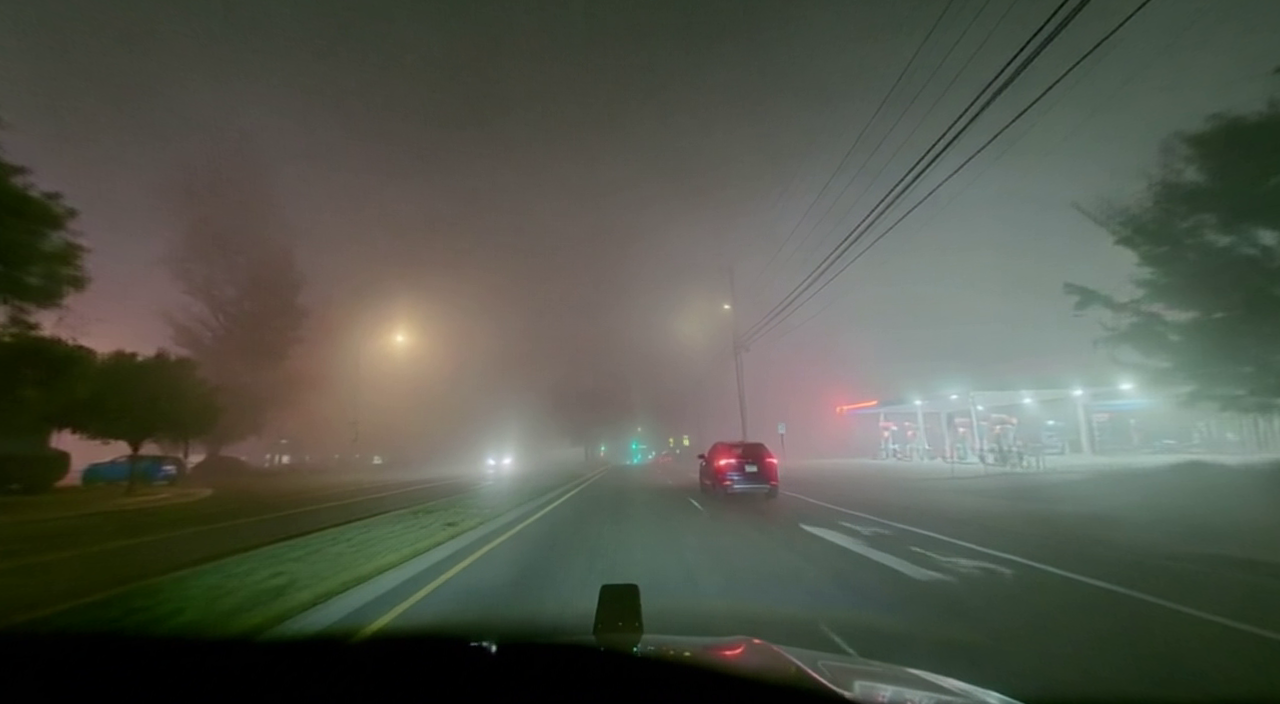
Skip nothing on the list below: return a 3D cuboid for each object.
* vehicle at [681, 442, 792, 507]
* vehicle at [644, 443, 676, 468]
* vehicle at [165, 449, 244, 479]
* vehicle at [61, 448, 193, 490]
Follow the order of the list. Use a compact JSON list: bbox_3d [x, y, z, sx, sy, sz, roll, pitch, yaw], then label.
[{"bbox_3d":[2.377,3.155,16.810,2.061,1.475,4.296,0,-9,-3],"label":"vehicle"},{"bbox_3d":[1.537,8.099,49.822,2.115,1.840,4.777,0,-9,-3],"label":"vehicle"},{"bbox_3d":[-29.902,7.684,43.609,2.116,1.874,4.709,0,-9,-1],"label":"vehicle"},{"bbox_3d":[-24.544,5.569,30.548,2.082,1.829,5.094,0,-9,-1],"label":"vehicle"}]
